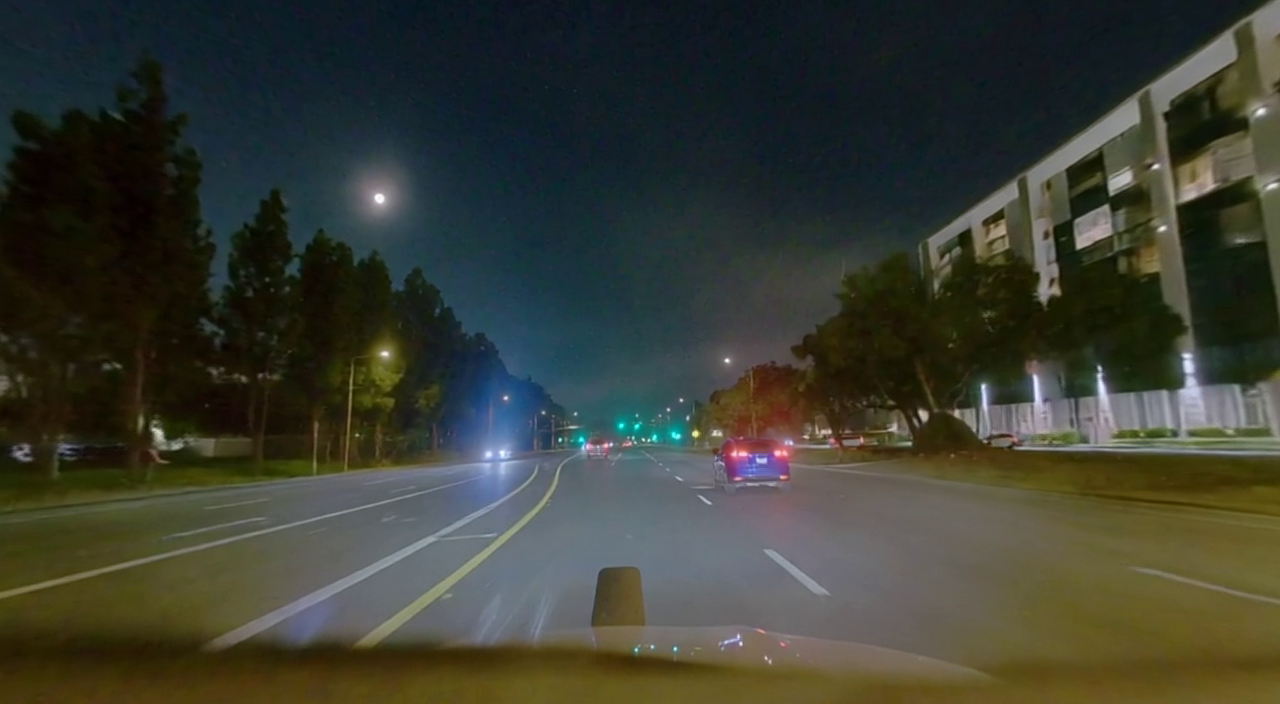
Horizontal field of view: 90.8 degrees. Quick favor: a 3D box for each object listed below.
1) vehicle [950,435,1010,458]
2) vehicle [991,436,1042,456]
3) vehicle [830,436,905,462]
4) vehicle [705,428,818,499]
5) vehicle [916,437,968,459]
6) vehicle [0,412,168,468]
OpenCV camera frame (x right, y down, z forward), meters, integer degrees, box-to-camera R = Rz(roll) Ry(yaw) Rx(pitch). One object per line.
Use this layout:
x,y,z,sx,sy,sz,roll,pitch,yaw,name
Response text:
23.296,6.487,43.504,1.815,1.517,3.962,0,-8,-2,vehicle
25.824,6.470,43.426,1.446,1.342,3.291,0,-8,0,vehicle
17.274,7.342,47.974,4.814,1.682,2.128,-1,-8,-10,vehicle
3.126,2.978,17.254,2.060,1.665,4.284,0,-8,-2,vehicle
20.581,6.505,43.218,1.553,1.382,4.105,-1,-7,0,vehicle
-33.590,5.327,38.318,7.388,3.256,2.750,0,-8,-2,vehicle
